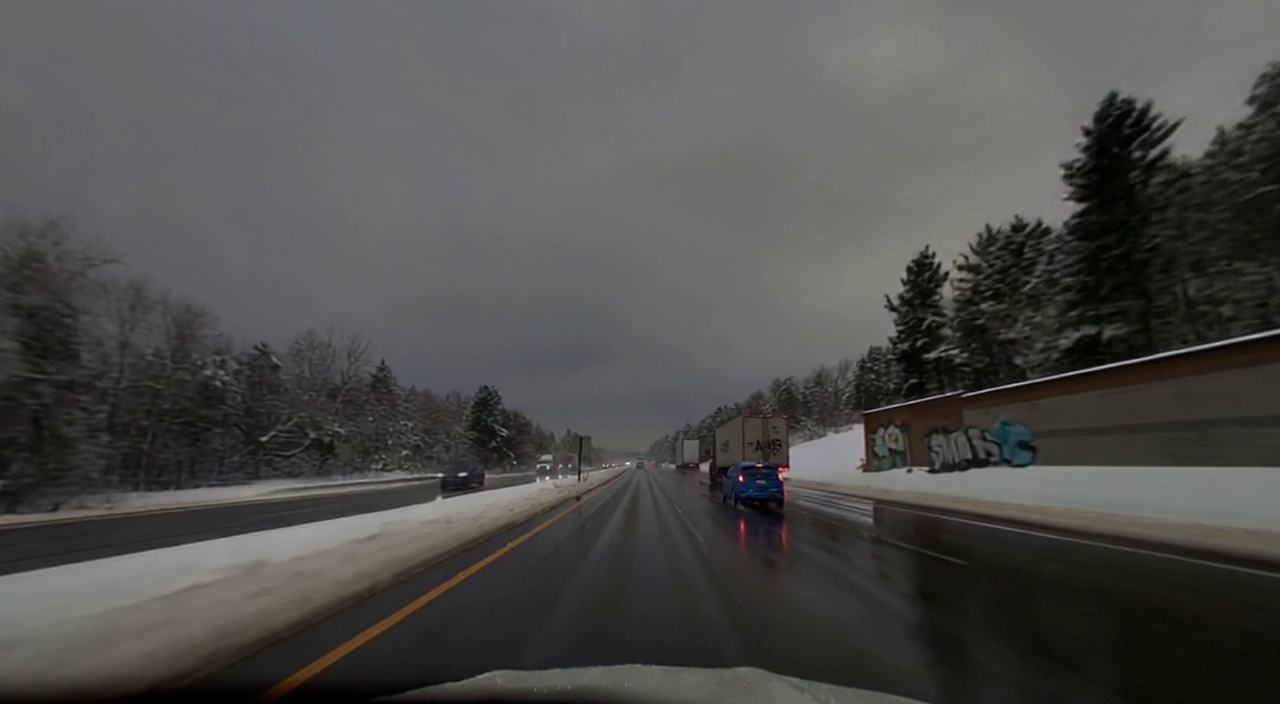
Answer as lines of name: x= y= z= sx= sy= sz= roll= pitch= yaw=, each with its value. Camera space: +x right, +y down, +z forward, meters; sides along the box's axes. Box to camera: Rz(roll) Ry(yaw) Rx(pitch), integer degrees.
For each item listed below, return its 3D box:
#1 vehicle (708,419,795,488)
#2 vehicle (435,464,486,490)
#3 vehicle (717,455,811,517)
vehicle: x=7.567 y=7.549 z=46.006 sx=3.298 sy=4.017 sz=16.824 roll=1 pitch=-10 yaw=0
vehicle: x=-12.216 y=8.512 z=43.210 sx=2.001 sy=1.609 sz=4.720 roll=0 pitch=-10 yaw=1
vehicle: x=3.491 y=3.850 z=18.395 sx=2.011 sy=1.574 sz=3.512 roll=1 pitch=-10 yaw=0
